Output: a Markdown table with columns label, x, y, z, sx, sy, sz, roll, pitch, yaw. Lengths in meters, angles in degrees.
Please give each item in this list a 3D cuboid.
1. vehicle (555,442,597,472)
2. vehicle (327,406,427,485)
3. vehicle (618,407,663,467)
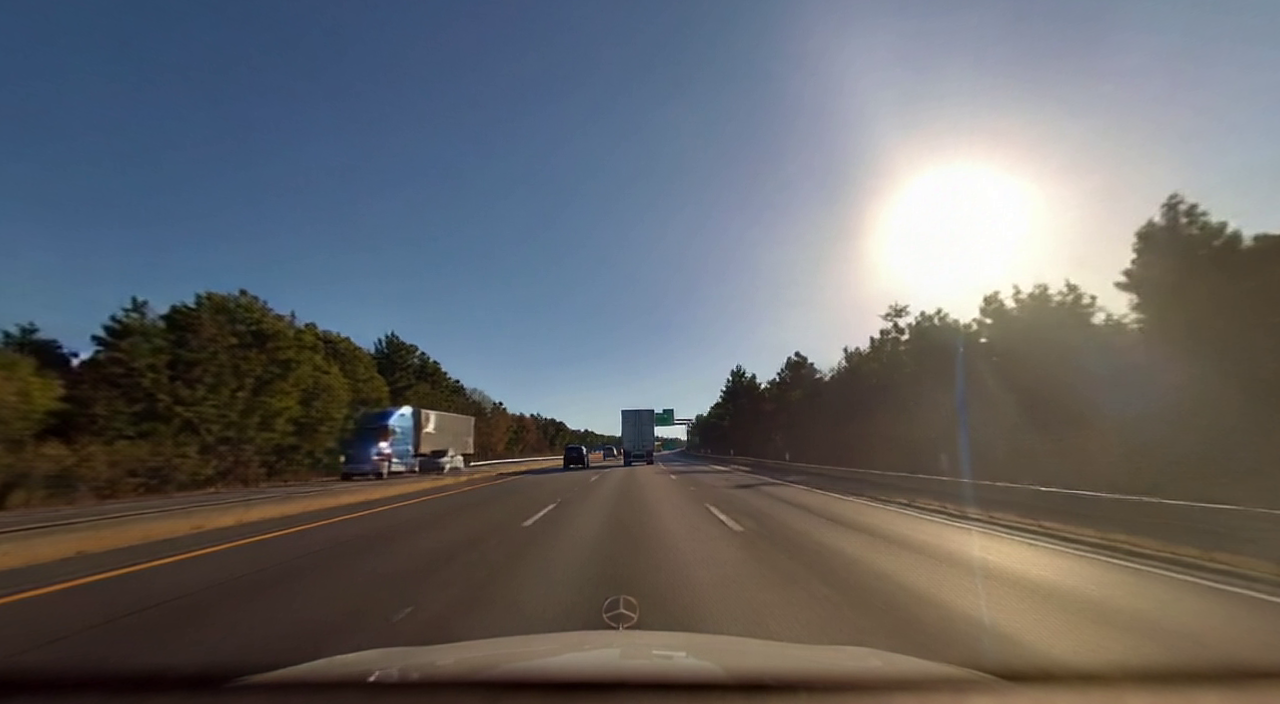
| label | x | y | z | sx | sy | sz | roll | pitch | yaw |
| --- | --- | --- | --- | --- | --- | --- | --- | --- | --- |
| vehicle | -3.716 | 6.220 | 37.202 | 2.112 | 1.645 | 4.129 | 0 | -9 | -1 |
| vehicle | -14.976 | 5.458 | 36.321 | 2.966 | 4.134 | 6.321 | 0 | -9 | 0 |
| vehicle | -0.069 | 6.673 | 48.391 | 3.100 | 4.091 | 10.664 | 0 | -9 | -1 |
